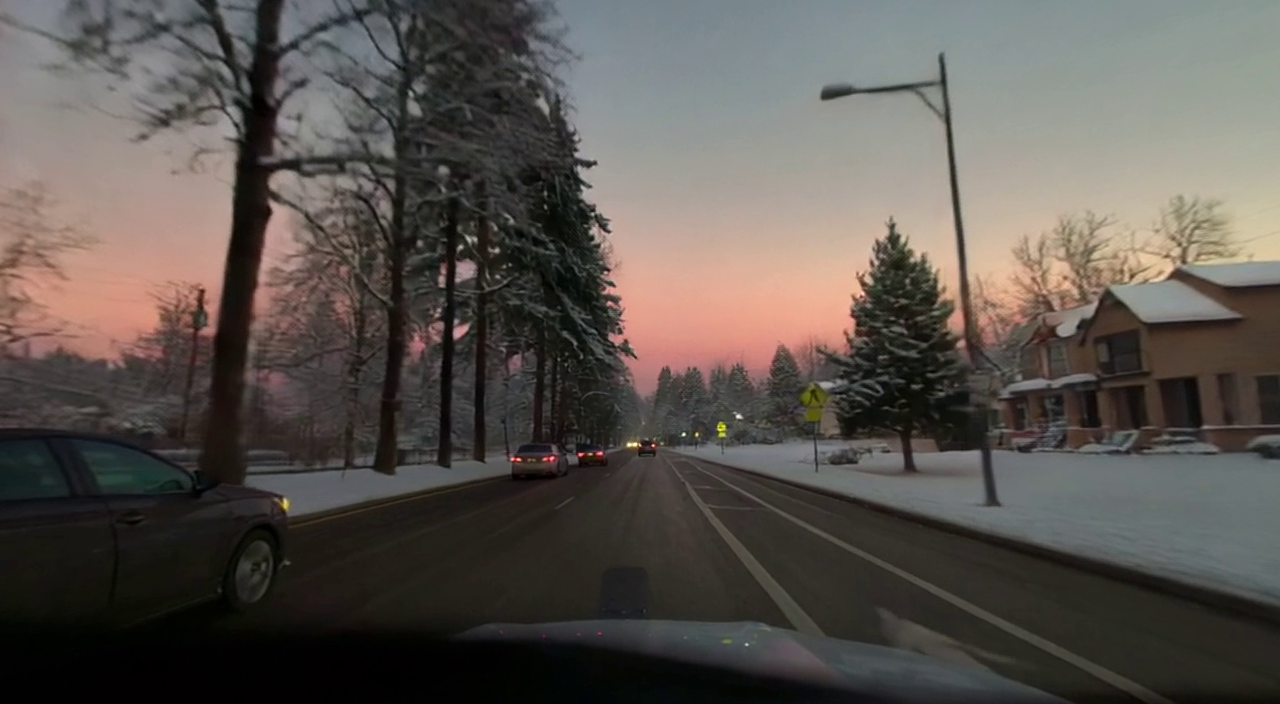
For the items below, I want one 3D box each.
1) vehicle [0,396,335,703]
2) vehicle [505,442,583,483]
[{"bbox_3d":[-4.104,1.084,3.594,2.190,1.545,4.943,0,-8,1],"label":"vehicle"},{"bbox_3d":[-3.704,4.355,25.245,2.188,1.473,4.651,0,-8,2],"label":"vehicle"}]
